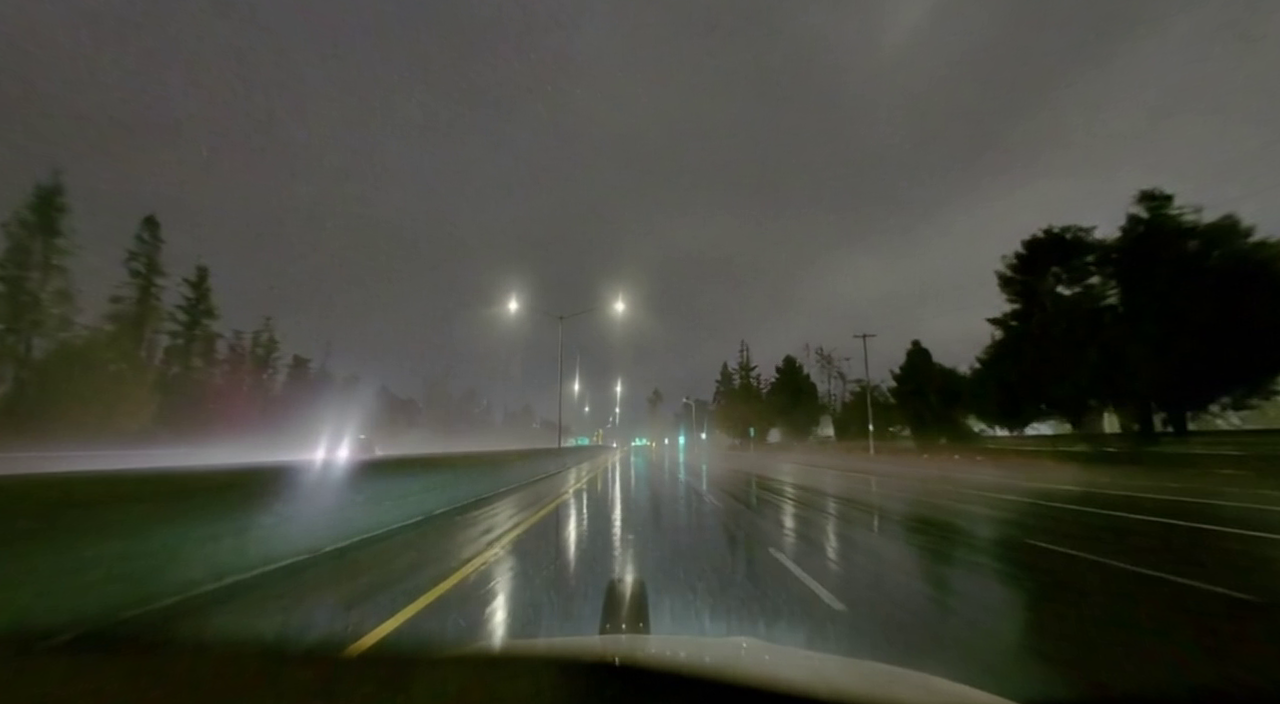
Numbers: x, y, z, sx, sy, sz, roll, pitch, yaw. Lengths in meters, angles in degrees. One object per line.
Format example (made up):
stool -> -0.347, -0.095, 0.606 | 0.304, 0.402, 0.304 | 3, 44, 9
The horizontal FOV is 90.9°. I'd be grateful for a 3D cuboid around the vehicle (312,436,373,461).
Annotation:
vehicle -> -22.128, 7.185, 47.116 | 2.215, 1.729, 4.730 | 0, -8, 0
